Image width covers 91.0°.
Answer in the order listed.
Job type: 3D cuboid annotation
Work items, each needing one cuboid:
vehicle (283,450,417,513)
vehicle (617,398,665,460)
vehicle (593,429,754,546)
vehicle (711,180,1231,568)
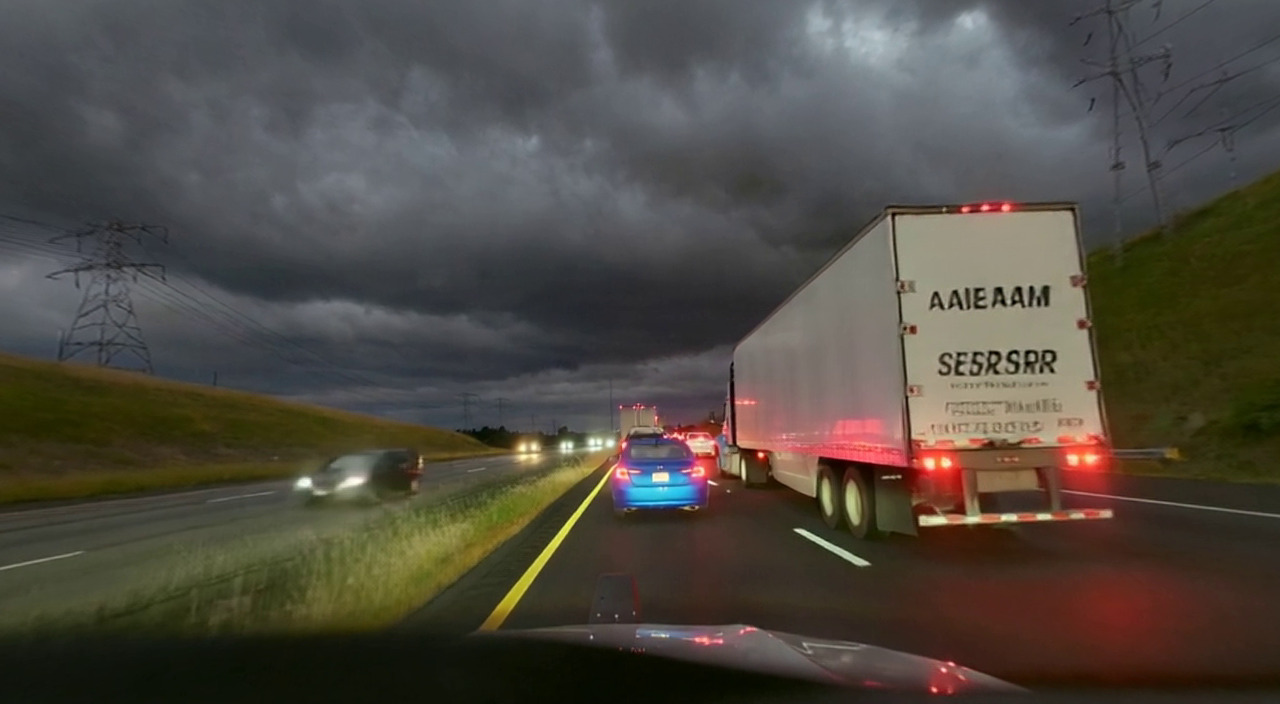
[{"bbox_3d":[-8.221,3.664,18.342,1.848,1.512,4.327,-1,-8,0],"label":"vehicle"},{"bbox_3d":[-0.094,5.933,47.720,3.174,4.134,11.407,0,-8,-1],"label":"vehicle"},{"bbox_3d":[0.356,1.974,9.850,2.045,1.446,3.597,0,-8,-2],"label":"vehicle"},{"bbox_3d":[4.186,1.133,13.689,3.138,4.065,14.276,0,-8,-2],"label":"vehicle"}]
